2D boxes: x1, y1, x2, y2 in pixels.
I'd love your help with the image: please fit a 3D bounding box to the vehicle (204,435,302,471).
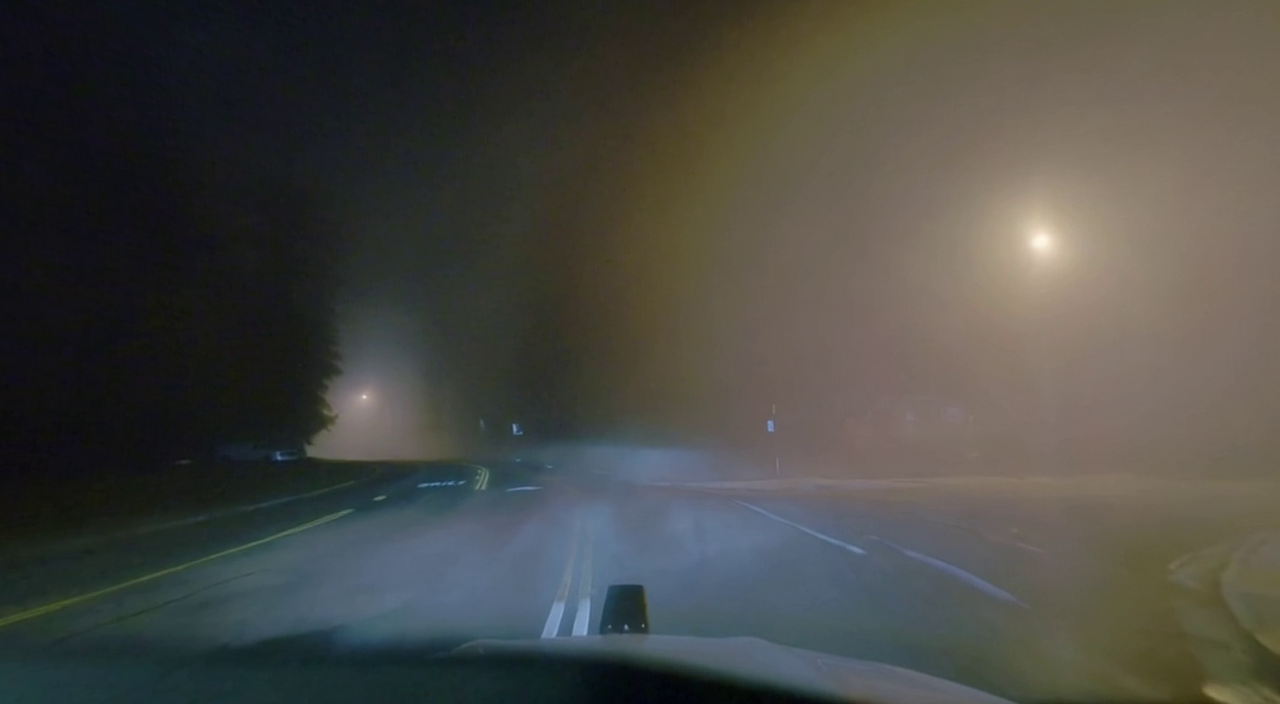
[{"bbox_3d":[-23.124,6.034,37.754,4.699,1.996,2.116,-2,-9,11],"label":"vehicle"}]
